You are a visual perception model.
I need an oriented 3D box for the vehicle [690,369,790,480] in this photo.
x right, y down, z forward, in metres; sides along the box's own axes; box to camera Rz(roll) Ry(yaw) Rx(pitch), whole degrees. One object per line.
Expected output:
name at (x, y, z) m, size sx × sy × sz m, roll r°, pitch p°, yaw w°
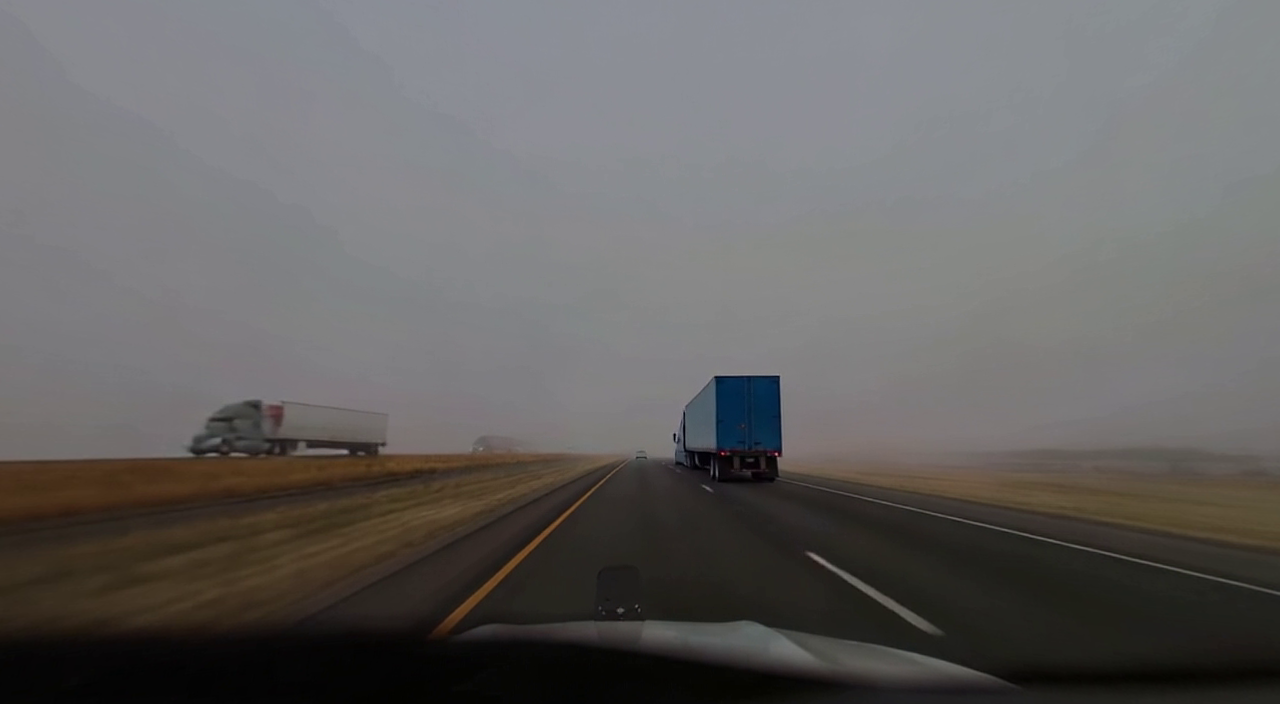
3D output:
vehicle at (4.293, 3.713, 30.434) m, size 2.818 × 4.206 × 12.987 m, roll 0°, pitch -9°, yaw 0°
